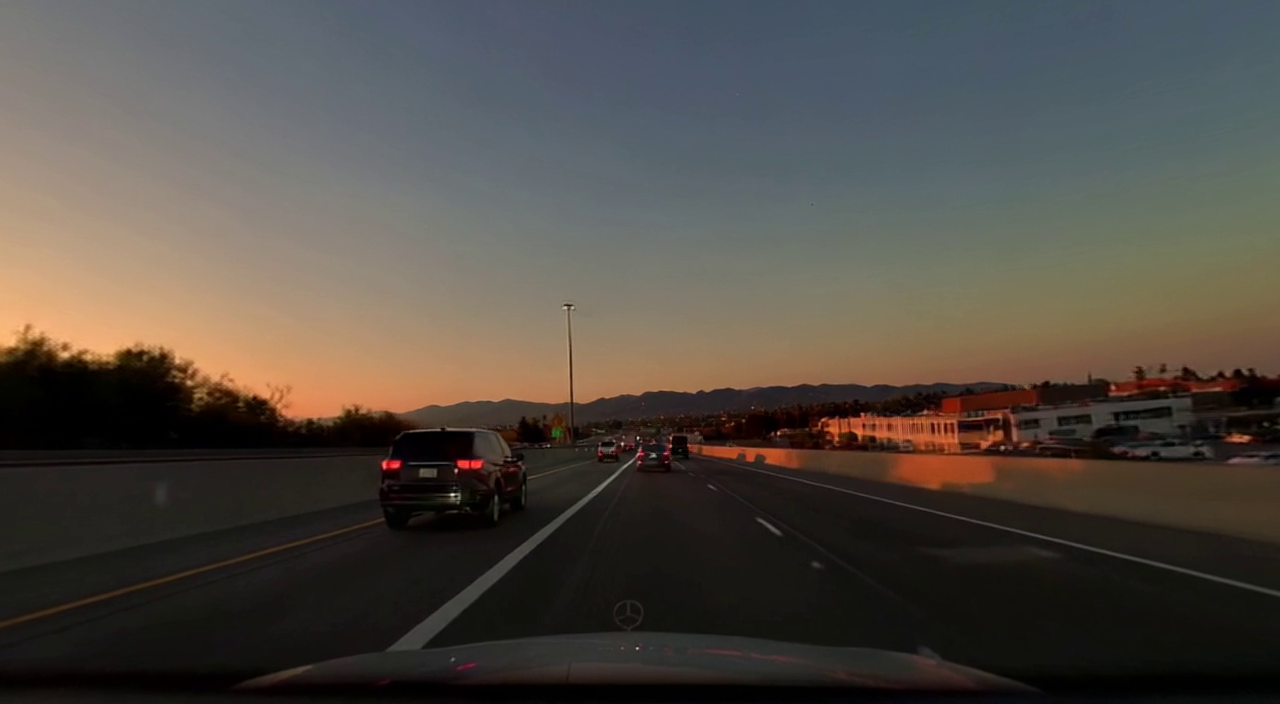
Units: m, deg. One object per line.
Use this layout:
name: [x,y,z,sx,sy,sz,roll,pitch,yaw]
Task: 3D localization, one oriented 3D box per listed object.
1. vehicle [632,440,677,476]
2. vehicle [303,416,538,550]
vehicle: [0.660,4.986,29.892,2.000,1.558,3.945,0,-8,0]
vehicle: [-3.293,2.087,10.751,2.239,1.761,4.620,0,-8,2]
